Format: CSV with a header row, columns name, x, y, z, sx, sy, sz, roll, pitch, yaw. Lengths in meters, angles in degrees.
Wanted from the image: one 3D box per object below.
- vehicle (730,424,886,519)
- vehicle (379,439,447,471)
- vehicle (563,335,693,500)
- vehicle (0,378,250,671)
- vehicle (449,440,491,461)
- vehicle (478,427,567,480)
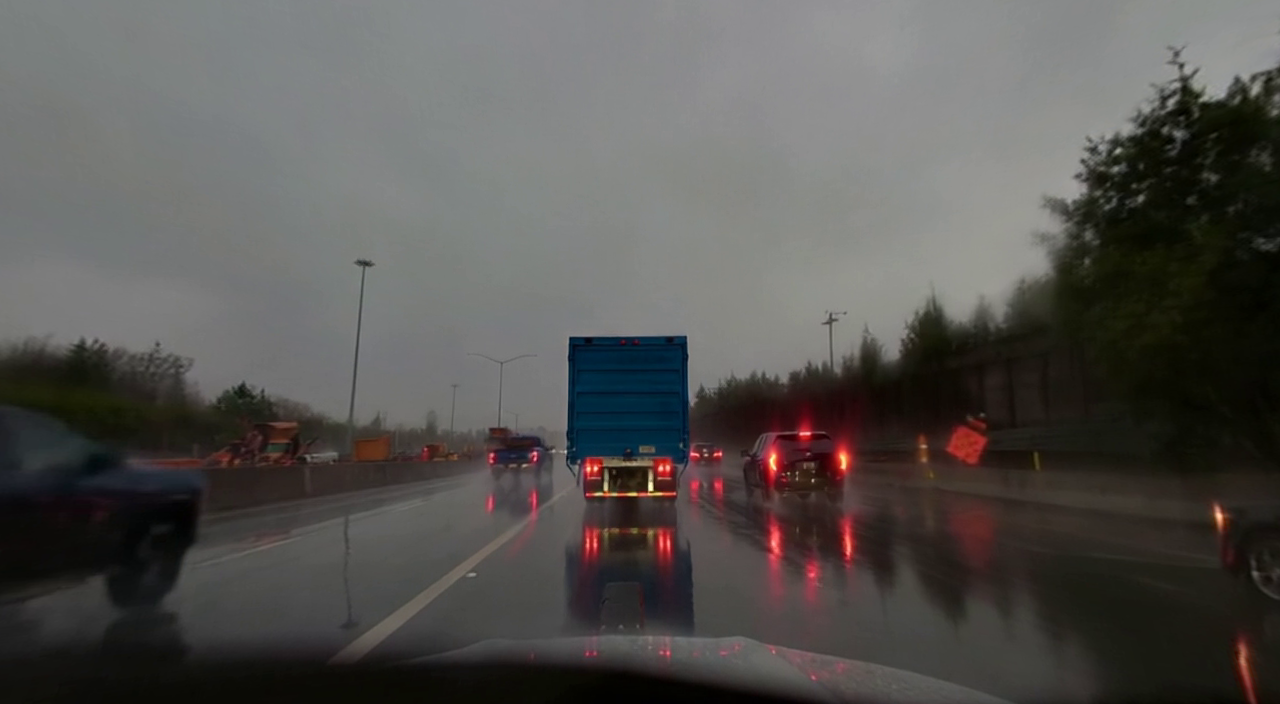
name,x,y,z,sx,sy,sz,roll,pitch,yaw
vehicle,3.360,2.488,13.566,2.103,1.713,4.173,1,-9,-2
vehicle,-13.502,6.128,37.787,2.054,1.708,4.663,2,-8,4
vehicle,-0.426,2.308,20.200,3.067,3.940,10.154,1,-9,-2
vehicle,-4.876,1.022,3.735,2.095,1.736,4.529,0,-9,1
vehicle,-13.261,7.686,49.305,1.887,1.511,4.152,0,-9,4
vehicle,-4.727,4.234,26.471,2.421,1.965,5.980,0,-9,1
